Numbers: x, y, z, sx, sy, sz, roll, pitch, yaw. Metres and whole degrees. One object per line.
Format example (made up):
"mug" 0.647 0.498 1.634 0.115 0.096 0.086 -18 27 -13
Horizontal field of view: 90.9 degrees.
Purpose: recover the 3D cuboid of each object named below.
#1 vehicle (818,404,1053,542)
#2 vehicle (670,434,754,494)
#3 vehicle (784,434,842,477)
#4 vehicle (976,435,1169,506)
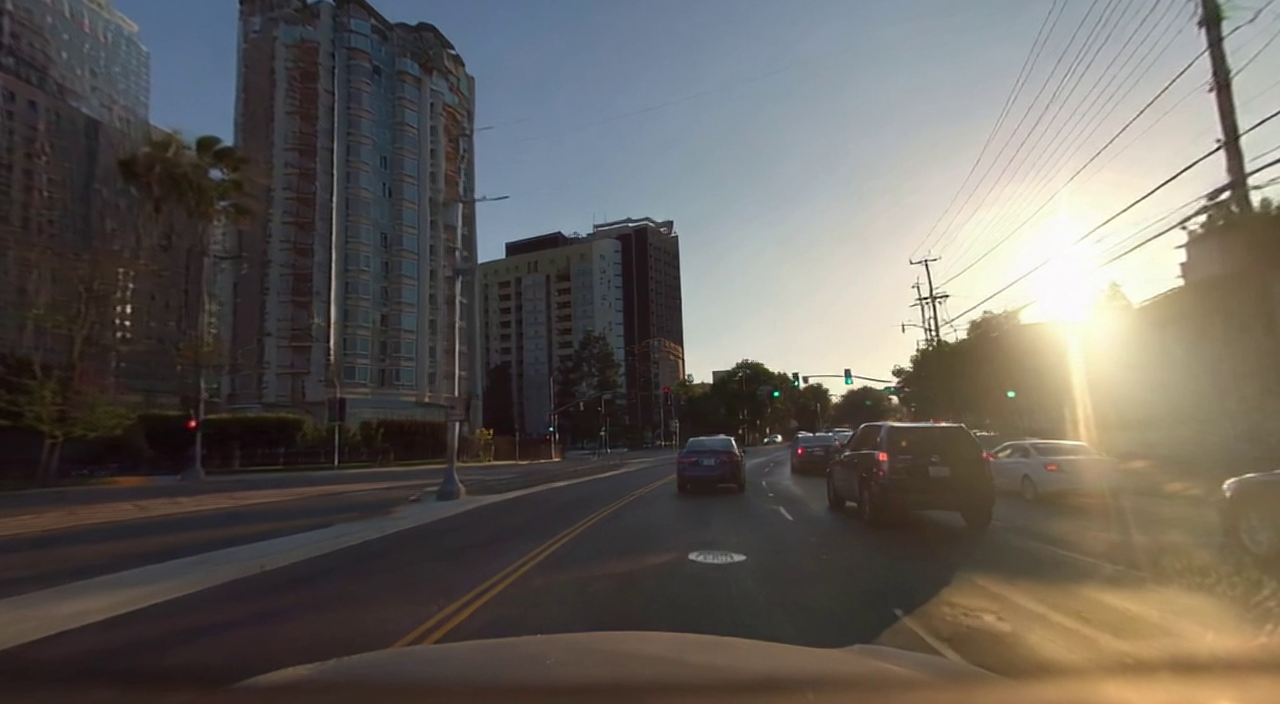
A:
"vehicle" 4.630 1.980 10.907 2.119 1.810 4.848 -1 -9 6
"vehicle" 2.179 3.232 18.529 2.168 1.527 4.174 -1 -9 8
"vehicle" 7.036 4.227 25.967 1.896 1.612 4.203 -2 -9 10
"vehicle" 10.204 2.808 15.410 1.882 1.463 4.543 -1 -9 6
